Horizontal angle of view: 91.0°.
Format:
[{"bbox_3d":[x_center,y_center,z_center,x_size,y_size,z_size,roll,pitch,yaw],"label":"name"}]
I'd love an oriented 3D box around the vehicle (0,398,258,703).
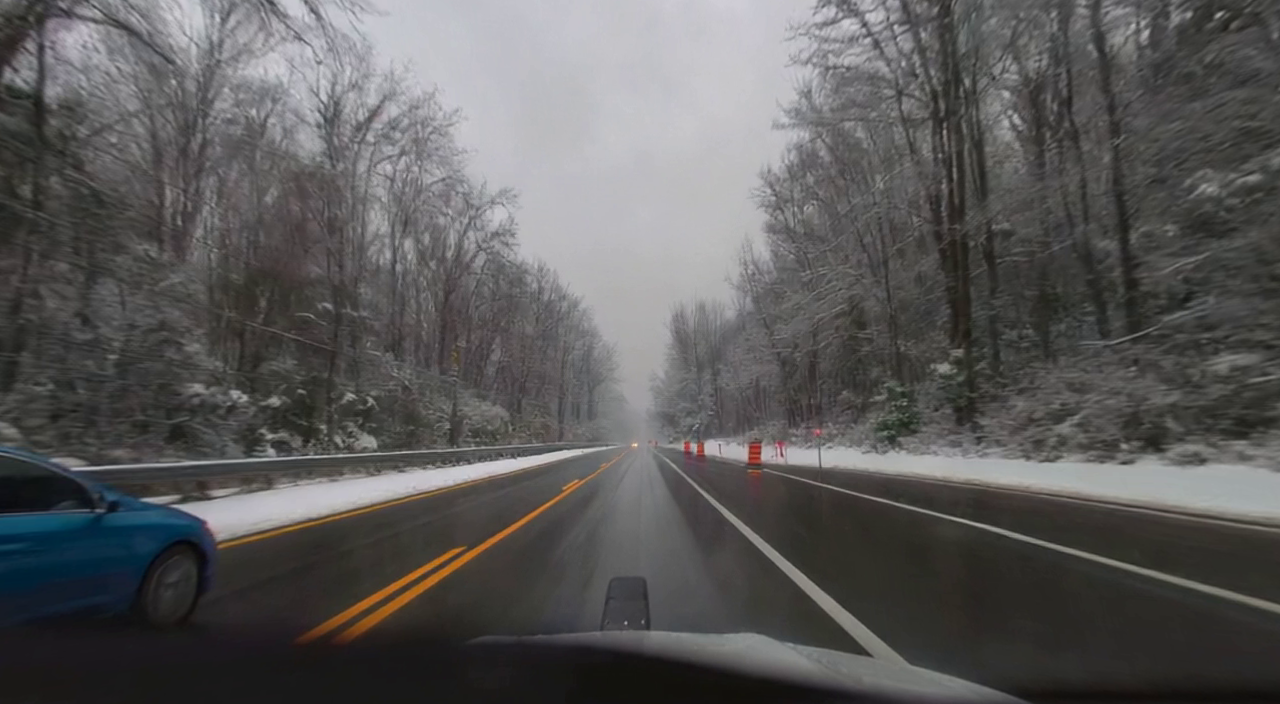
[{"bbox_3d":[-3.917,0.949,2.744,1.902,1.505,4.016,0,-8,1],"label":"vehicle"}]
